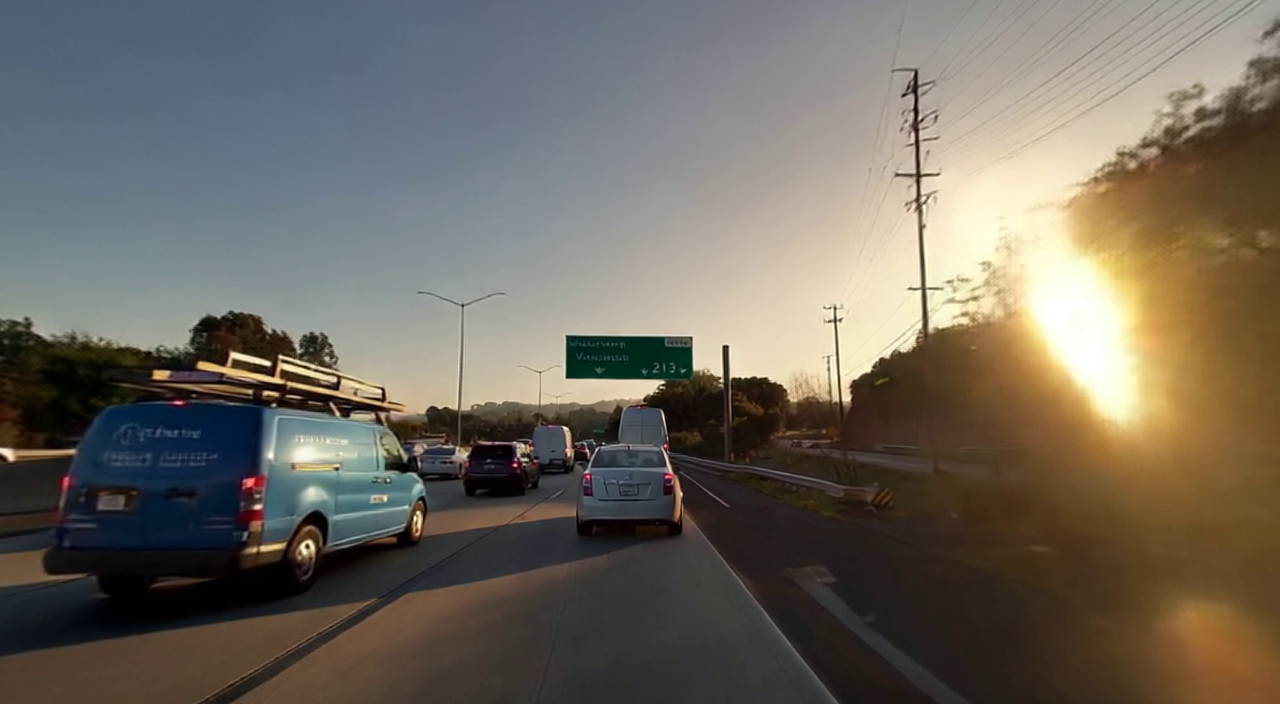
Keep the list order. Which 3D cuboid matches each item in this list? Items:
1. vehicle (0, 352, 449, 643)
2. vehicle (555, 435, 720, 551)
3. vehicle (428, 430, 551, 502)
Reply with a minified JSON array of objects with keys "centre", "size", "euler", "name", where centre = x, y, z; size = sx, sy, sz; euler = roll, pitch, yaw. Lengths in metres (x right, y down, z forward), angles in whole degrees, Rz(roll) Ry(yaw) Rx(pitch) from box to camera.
[{"centre":[-3.857,1.306,6.596],"size":[2.142,1.952,4.556],"euler":[0,-8,1],"name":"vehicle"},{"centre":[-0.050,2.071,9.951],"size":[2.054,1.421,4.090],"euler":[0,-8,-1],"name":"vehicle"},{"centre":[-3.846,3.003,16.977],"size":[2.114,1.657,4.432],"euler":[0,-8,2],"name":"vehicle"}]
